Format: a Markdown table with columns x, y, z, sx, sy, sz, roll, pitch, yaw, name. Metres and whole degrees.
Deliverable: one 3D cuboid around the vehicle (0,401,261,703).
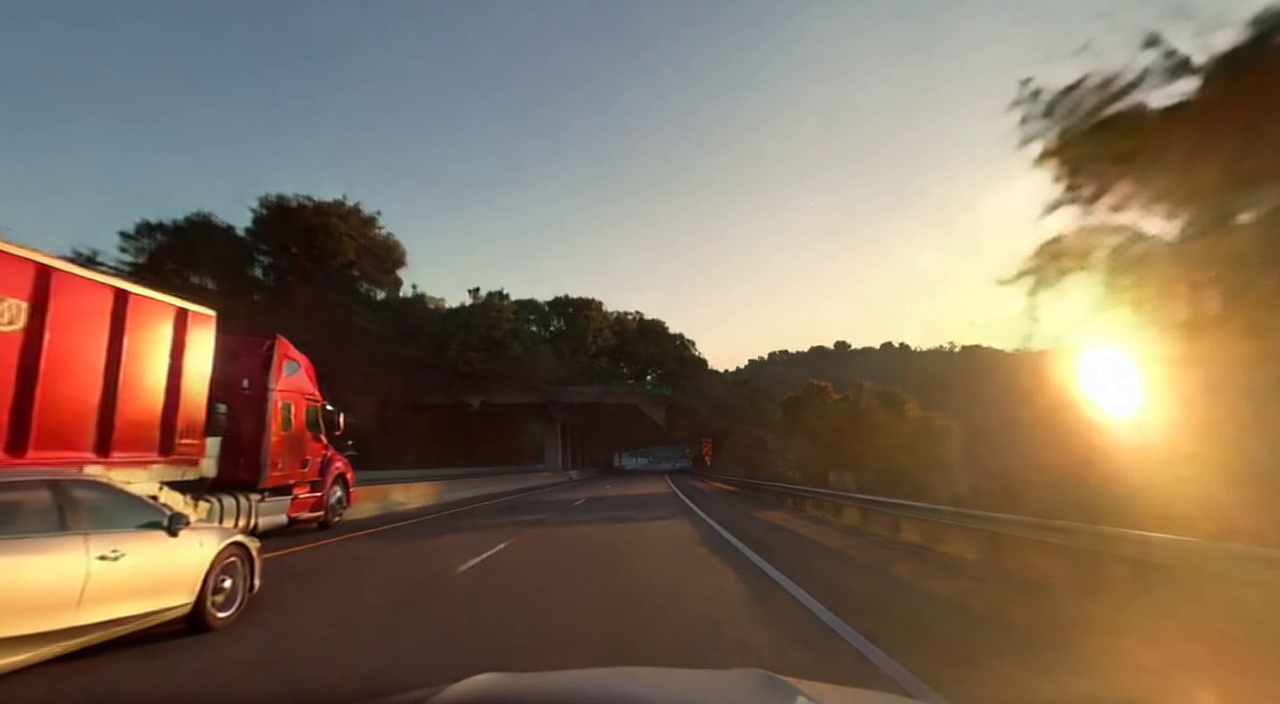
| x | y | z | sx | sy | sz | roll | pitch | yaw | name |
| --- | --- | --- | --- | --- | --- | --- | --- | --- | --- |
| -3.998 | 0.861 | 2.253 | 2.135 | 1.506 | 5.041 | 1 | -10 | 0 | vehicle |
